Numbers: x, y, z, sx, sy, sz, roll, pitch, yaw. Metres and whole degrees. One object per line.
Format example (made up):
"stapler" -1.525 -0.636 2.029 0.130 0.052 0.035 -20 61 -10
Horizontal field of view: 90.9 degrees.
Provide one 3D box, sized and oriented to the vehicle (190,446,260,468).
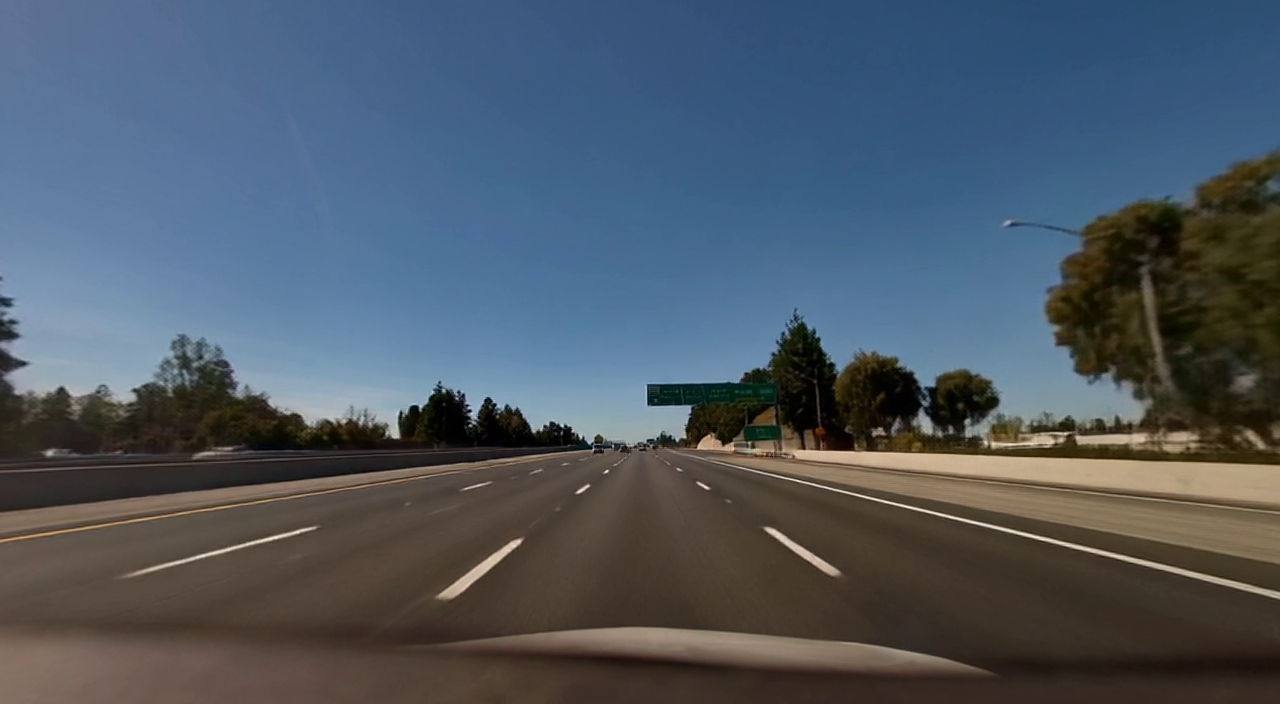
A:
"vehicle" -30.168 7.617 46.027 2.015 1.482 4.484 0 -8 0
